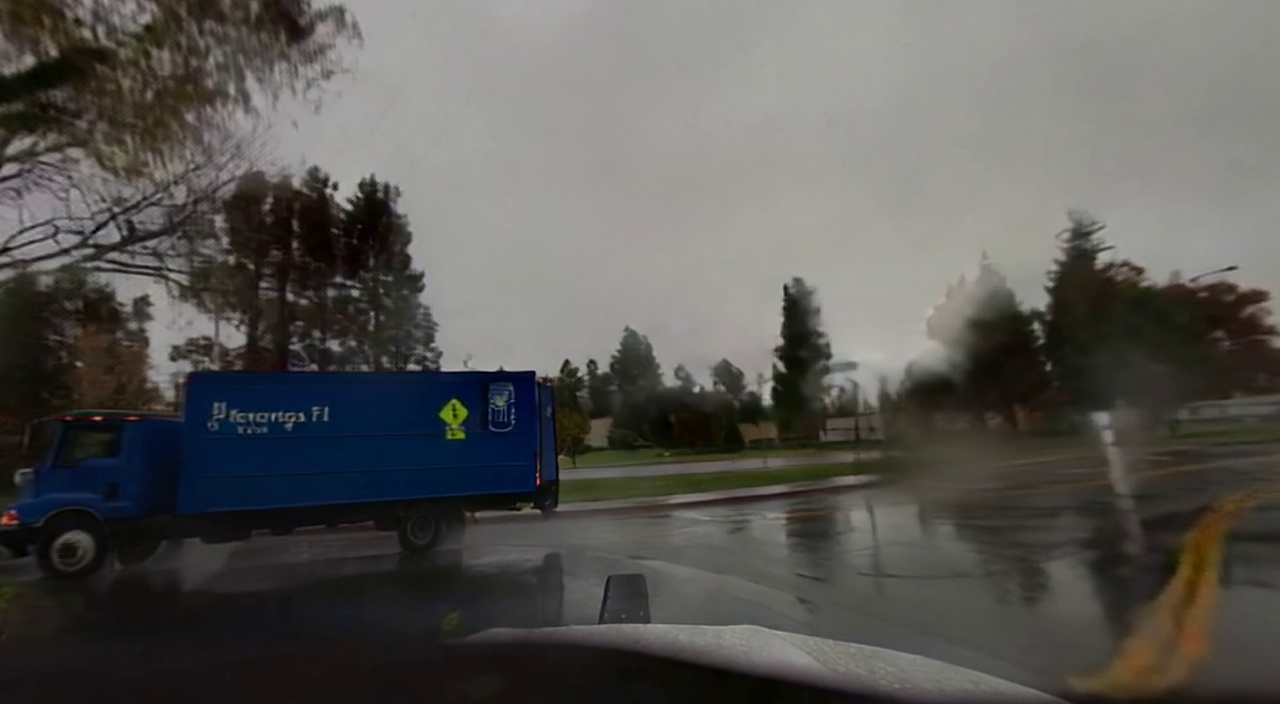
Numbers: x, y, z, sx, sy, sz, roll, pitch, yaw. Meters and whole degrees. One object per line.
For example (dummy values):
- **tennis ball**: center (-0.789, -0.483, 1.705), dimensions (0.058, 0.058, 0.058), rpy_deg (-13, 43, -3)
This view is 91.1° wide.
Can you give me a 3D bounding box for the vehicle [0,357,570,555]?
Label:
- **vehicle**: center (-6.318, 2.021, 12.511), dimensions (9.680, 3.326, 2.838), rpy_deg (1, -9, -5)
